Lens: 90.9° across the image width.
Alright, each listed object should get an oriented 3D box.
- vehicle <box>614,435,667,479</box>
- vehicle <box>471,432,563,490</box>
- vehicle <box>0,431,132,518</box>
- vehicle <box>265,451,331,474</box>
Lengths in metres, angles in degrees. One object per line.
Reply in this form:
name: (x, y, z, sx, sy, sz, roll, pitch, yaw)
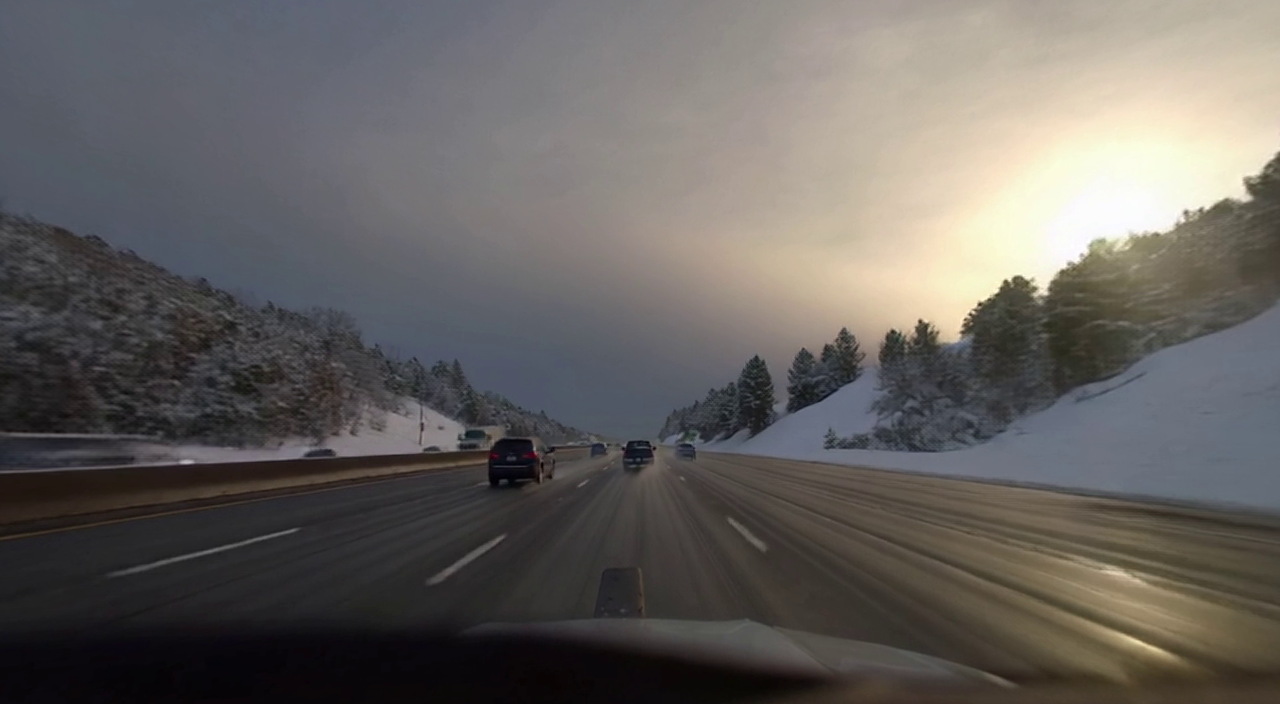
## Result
vehicle: (0.022, 4.412, 26.824, 2.086, 1.685, 4.206, 0, -8, 0)
vehicle: (-3.832, 3.490, 20.503, 2.076, 1.690, 4.113, 0, -8, 1)
vehicle: (-12.589, 2.287, 11.848, 1.921, 1.577, 4.913, 0, -8, 1)
vehicle: (-23.531, 7.632, 43.616, 1.886, 1.445, 4.611, 0, -8, 1)
